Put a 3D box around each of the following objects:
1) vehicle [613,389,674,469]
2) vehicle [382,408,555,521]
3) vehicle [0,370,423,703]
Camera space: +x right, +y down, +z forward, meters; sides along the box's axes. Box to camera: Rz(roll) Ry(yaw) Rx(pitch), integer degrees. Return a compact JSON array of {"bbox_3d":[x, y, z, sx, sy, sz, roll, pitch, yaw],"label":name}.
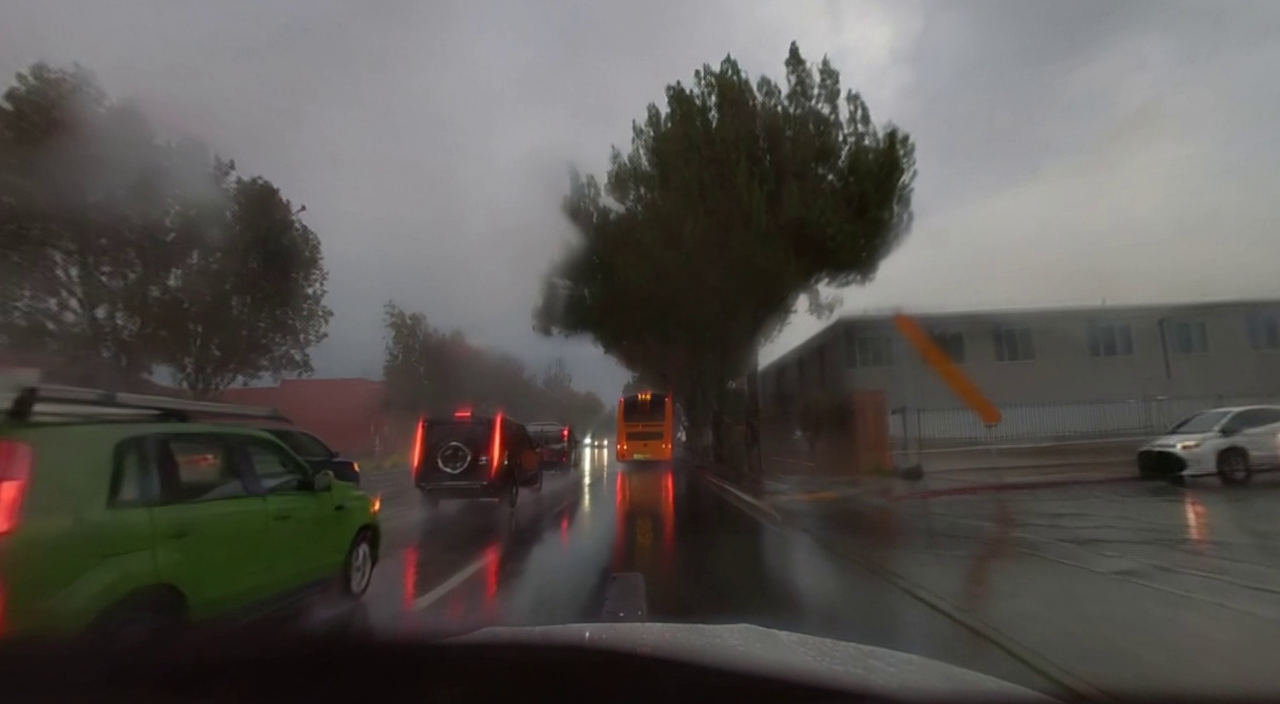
[{"bbox_3d":[0.251,4.639,36.866,2.970,3.857,12.200,0,-9,1],"label":"vehicle"},{"bbox_3d":[-3.245,2.281,13.268,2.095,1.892,5.043,0,-9,1],"label":"vehicle"},{"bbox_3d":[-3.292,1.145,4.170,2.042,1.571,4.475,0,-9,1],"label":"vehicle"}]
